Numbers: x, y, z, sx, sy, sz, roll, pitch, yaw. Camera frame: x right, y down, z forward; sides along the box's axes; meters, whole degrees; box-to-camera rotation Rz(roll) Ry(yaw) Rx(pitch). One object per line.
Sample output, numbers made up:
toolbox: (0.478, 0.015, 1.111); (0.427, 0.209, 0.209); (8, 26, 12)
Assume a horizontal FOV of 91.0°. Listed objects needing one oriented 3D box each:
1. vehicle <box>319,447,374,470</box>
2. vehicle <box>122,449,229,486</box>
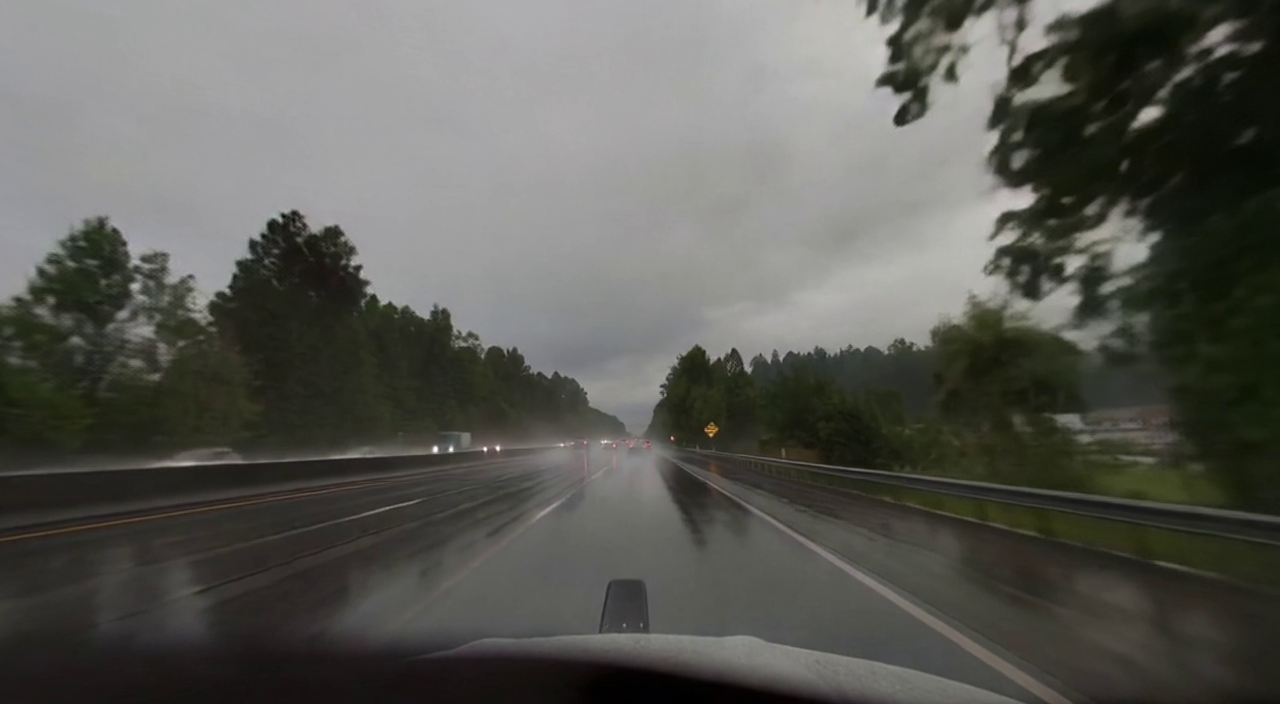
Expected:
vehicle: (-19.324, 7.017, 41.603); (1.724, 1.415, 3.832); (0, -8, 1)
vehicle: (-19.733, 4.904, 26.944); (1.715, 1.405, 3.727); (0, -8, 0)
